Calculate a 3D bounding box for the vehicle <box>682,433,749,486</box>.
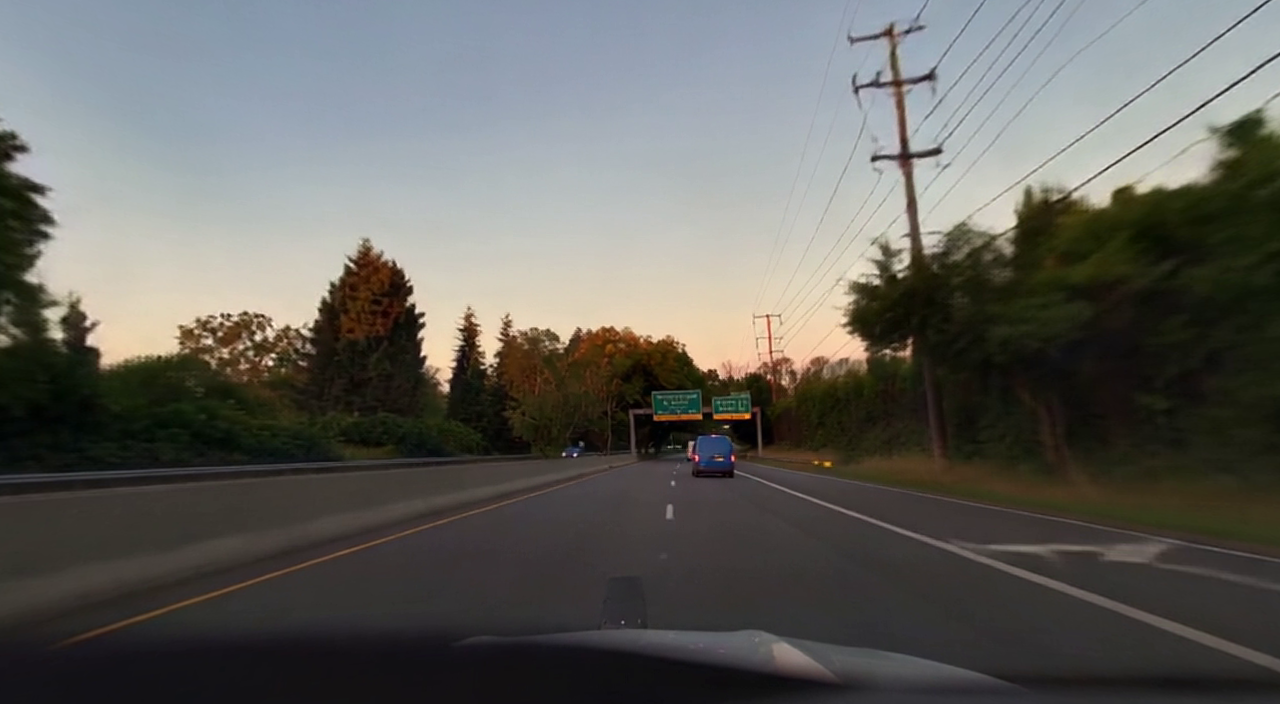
[{"bbox_3d":[3.017,4.445,26.362,2.261,1.969,5.104,0,-9,1],"label":"vehicle"}]
